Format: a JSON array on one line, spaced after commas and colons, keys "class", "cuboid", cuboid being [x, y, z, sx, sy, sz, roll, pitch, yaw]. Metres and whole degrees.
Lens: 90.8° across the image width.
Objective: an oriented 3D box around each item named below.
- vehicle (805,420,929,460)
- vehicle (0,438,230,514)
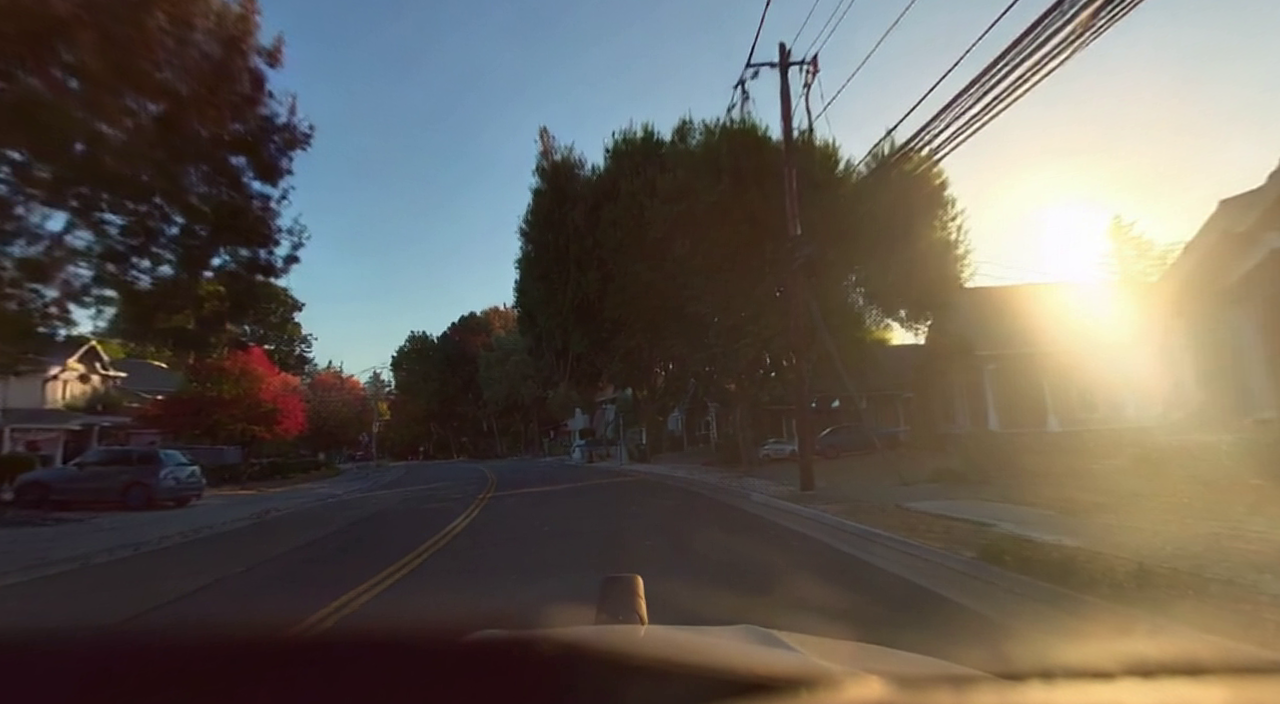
[{"class": "vehicle", "cuboid": [9.559, 3.735, 26.950, 4.566, 1.623, 1.906, 0, -8, 4]}, {"class": "vehicle", "cuboid": [-13.425, 3.108, 16.201, 4.321, 1.772, 2.161, -1, -8, 5]}]
